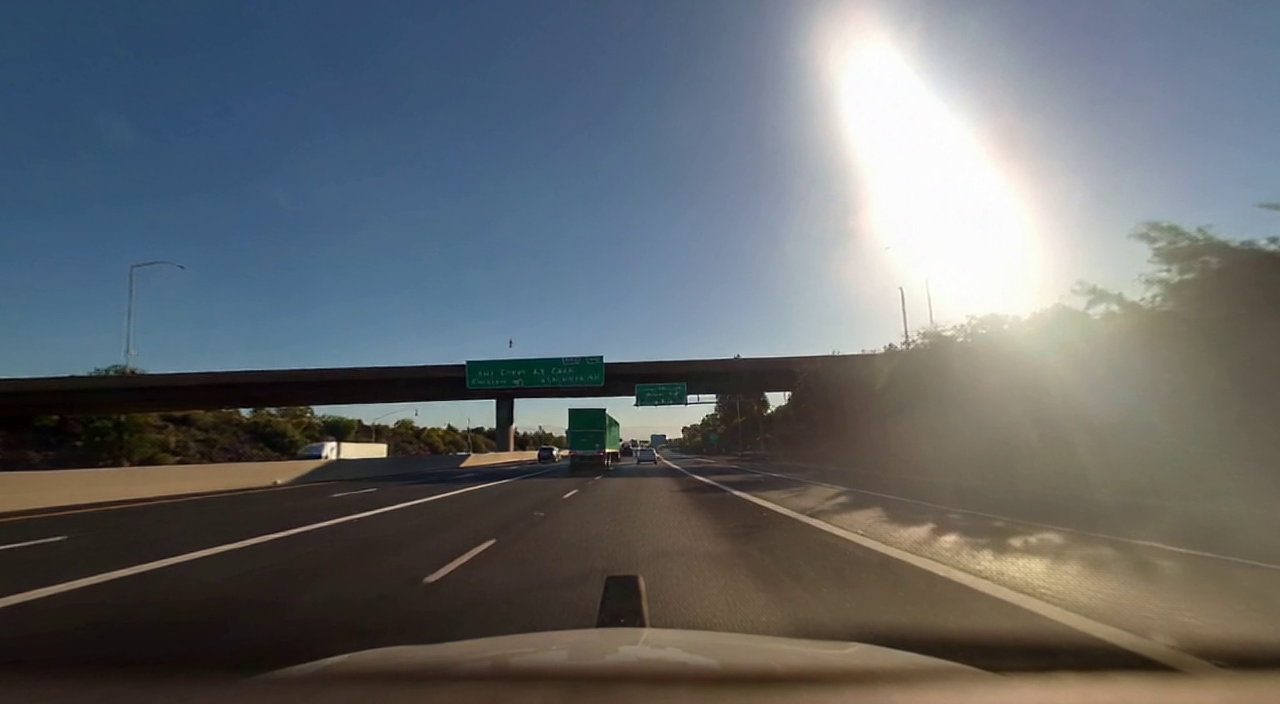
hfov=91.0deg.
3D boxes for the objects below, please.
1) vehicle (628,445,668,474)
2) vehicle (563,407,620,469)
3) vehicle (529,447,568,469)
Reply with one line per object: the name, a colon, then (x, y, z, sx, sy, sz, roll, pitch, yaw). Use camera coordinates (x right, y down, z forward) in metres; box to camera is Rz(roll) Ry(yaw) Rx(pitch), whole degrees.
vehicle: (0.394, 5.865, 34.688, 2.066, 1.469, 4.050, 0, -9, 0)
vehicle: (-3.300, 6.377, 46.253, 3.053, 3.948, 11.288, 0, -9, 1)
vehicle: (-6.717, 7.833, 46.732, 1.996, 1.495, 4.671, -1, -9, 3)
